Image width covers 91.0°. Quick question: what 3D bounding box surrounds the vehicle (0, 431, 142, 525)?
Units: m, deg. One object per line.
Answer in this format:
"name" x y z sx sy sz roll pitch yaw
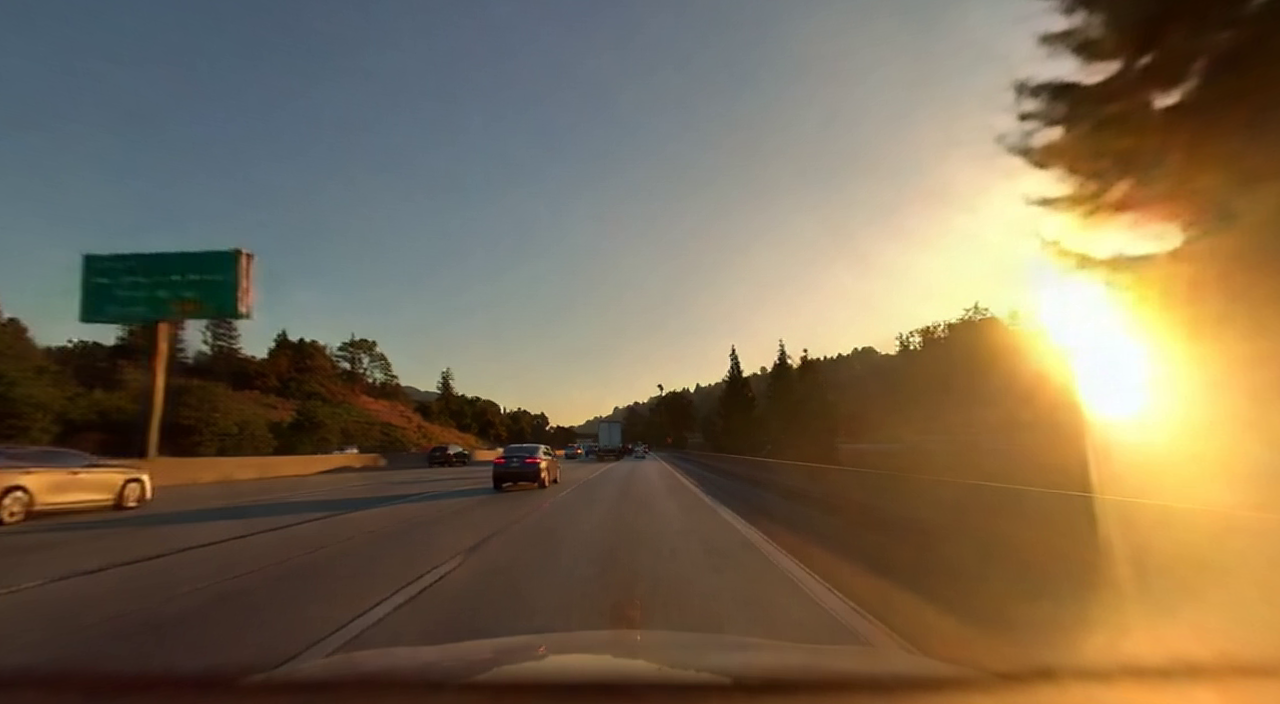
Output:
"vehicle" -11.125 2.025 10.232 1.920 1.476 4.973 0 -8 1

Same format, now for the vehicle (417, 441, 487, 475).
"vehicle" -9.084 5.140 30.871 2.036 1.506 4.358 0 -8 1

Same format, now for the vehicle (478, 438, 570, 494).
"vehicle" -3.452 3.469 19.590 1.931 1.528 4.126 0 -8 2
